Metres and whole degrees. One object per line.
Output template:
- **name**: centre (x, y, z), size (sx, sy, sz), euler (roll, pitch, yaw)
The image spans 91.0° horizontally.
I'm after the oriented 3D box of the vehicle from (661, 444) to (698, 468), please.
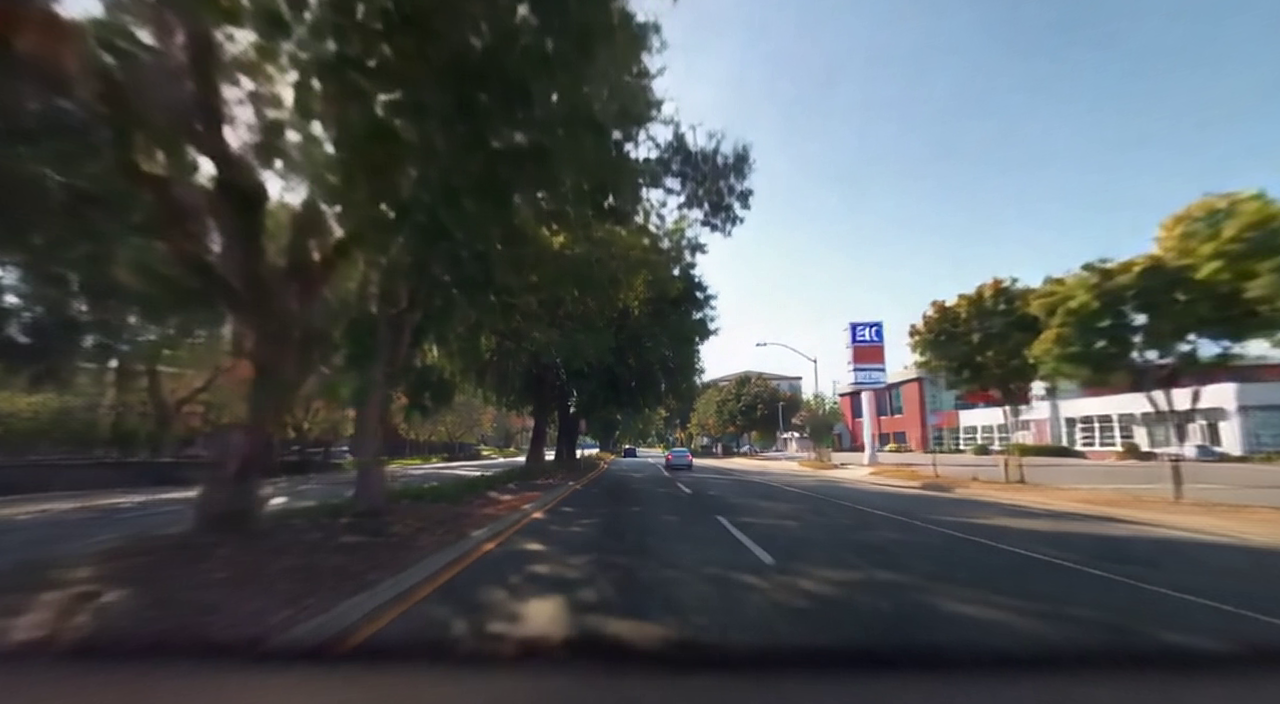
- **vehicle**: centre (2.557, 6.842, 41.485), size (2.015, 1.479, 4.444), euler (0, -9, -2)
